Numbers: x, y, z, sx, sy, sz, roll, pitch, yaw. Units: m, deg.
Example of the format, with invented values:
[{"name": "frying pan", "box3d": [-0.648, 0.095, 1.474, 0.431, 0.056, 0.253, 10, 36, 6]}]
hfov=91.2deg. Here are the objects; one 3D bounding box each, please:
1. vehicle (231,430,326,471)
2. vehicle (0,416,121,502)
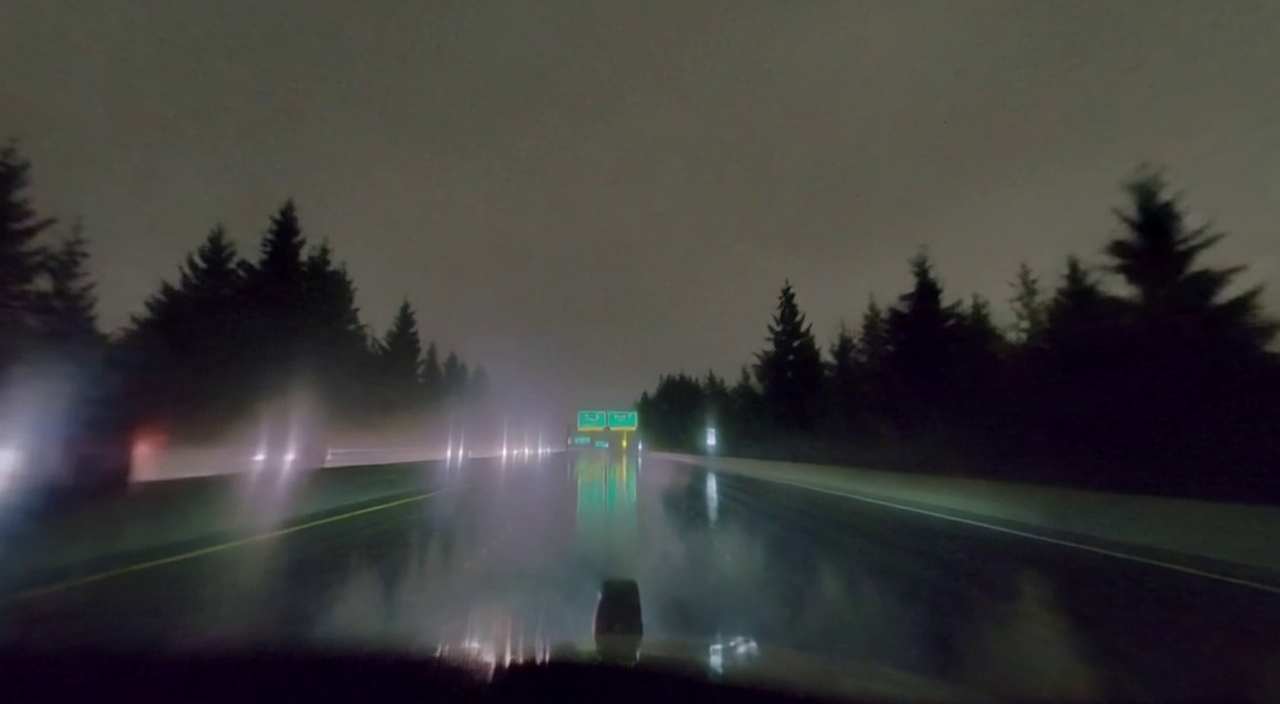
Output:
[{"name": "vehicle", "box3d": [-18.047, 4.980, 31.609, 2.009, 1.883, 4.660, 0, -9, -1]}, {"name": "vehicle", "box3d": [-12.553, 1.958, 11.435, 2.021, 1.545, 4.889, 0, -9, -1]}]
